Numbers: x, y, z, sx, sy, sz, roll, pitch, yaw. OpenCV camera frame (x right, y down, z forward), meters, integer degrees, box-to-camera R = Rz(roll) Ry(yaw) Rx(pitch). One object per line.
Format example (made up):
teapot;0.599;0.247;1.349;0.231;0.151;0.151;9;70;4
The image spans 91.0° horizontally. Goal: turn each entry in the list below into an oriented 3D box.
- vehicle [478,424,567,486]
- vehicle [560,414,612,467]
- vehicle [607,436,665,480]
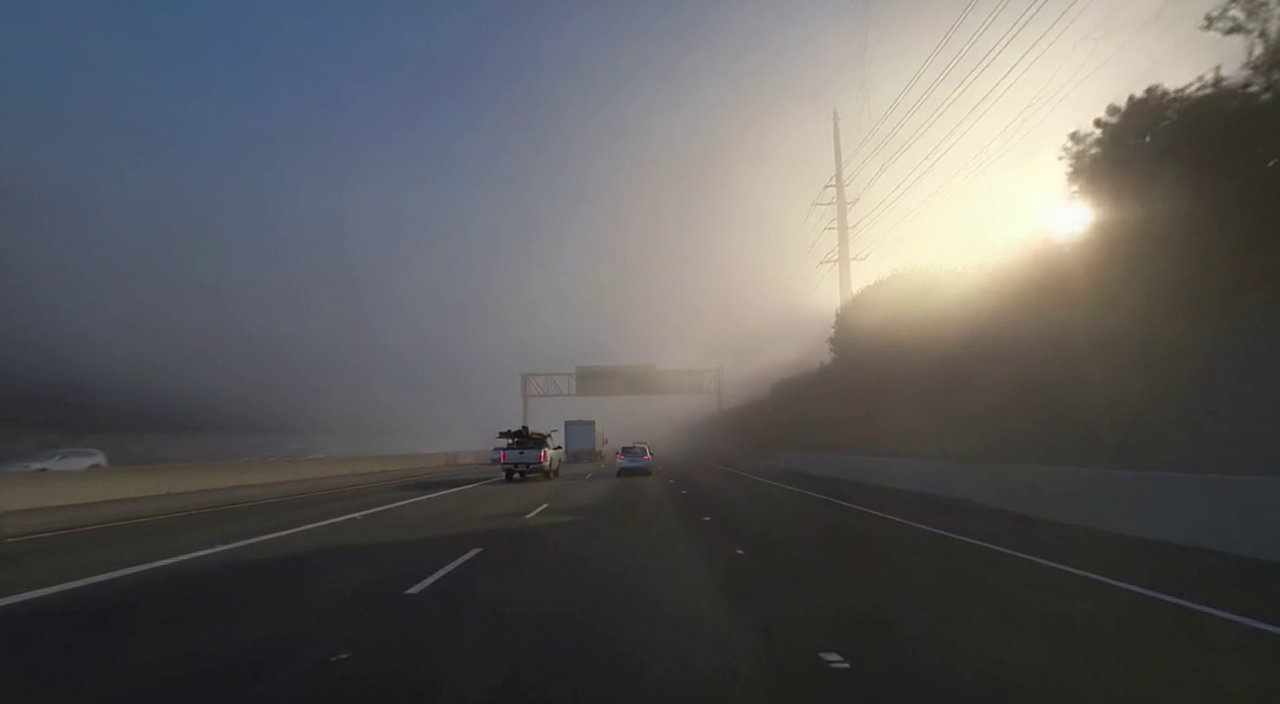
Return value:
vehicle;-3.861;3.492;21.542;2.109;1.840;4.614;0;-9;0
vehicle;-3.635;6.316;44.705;2.956;3.331;9.575;0;-9;-1
vehicle;-0.142;4.293;25.803;2.178;1.640;4.071;0;-9;0
